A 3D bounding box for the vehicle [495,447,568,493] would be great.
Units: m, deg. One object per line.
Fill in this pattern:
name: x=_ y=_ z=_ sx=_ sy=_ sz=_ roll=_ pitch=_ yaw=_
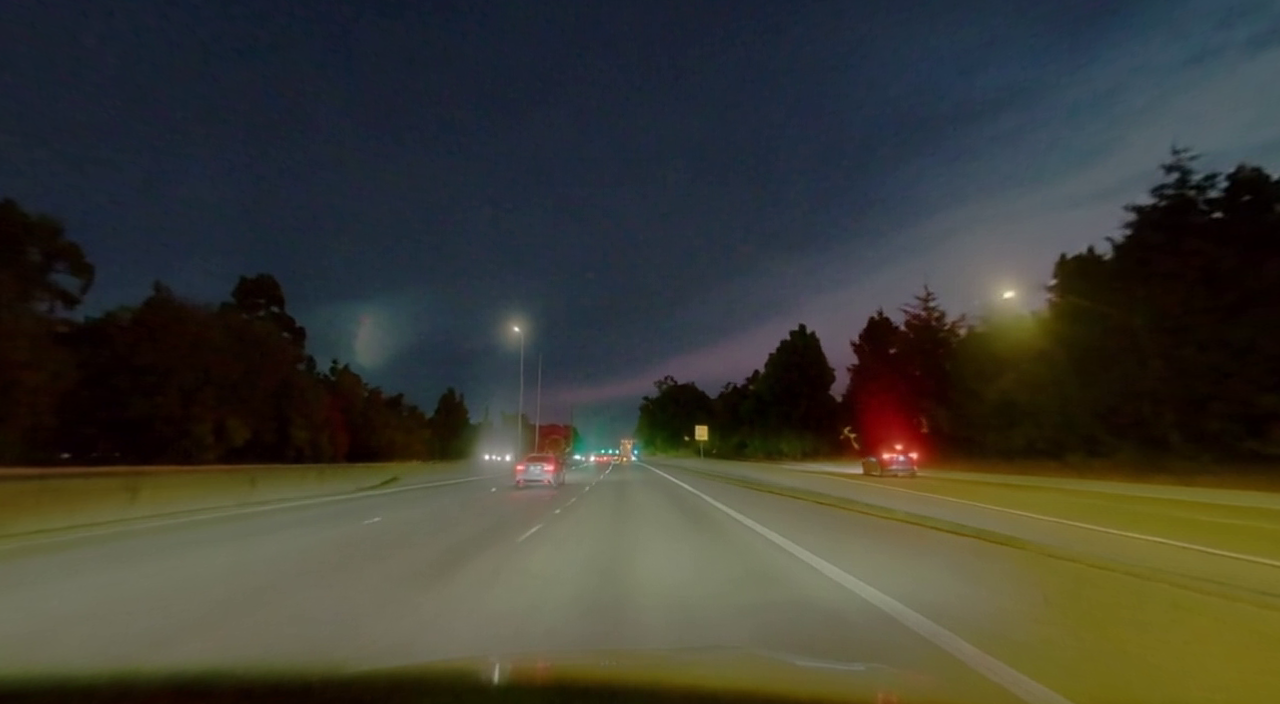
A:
vehicle: x=-4.053 y=4.476 z=24.212 sx=2.070 sy=1.564 sz=4.145 roll=0 pitch=-9 yaw=0
